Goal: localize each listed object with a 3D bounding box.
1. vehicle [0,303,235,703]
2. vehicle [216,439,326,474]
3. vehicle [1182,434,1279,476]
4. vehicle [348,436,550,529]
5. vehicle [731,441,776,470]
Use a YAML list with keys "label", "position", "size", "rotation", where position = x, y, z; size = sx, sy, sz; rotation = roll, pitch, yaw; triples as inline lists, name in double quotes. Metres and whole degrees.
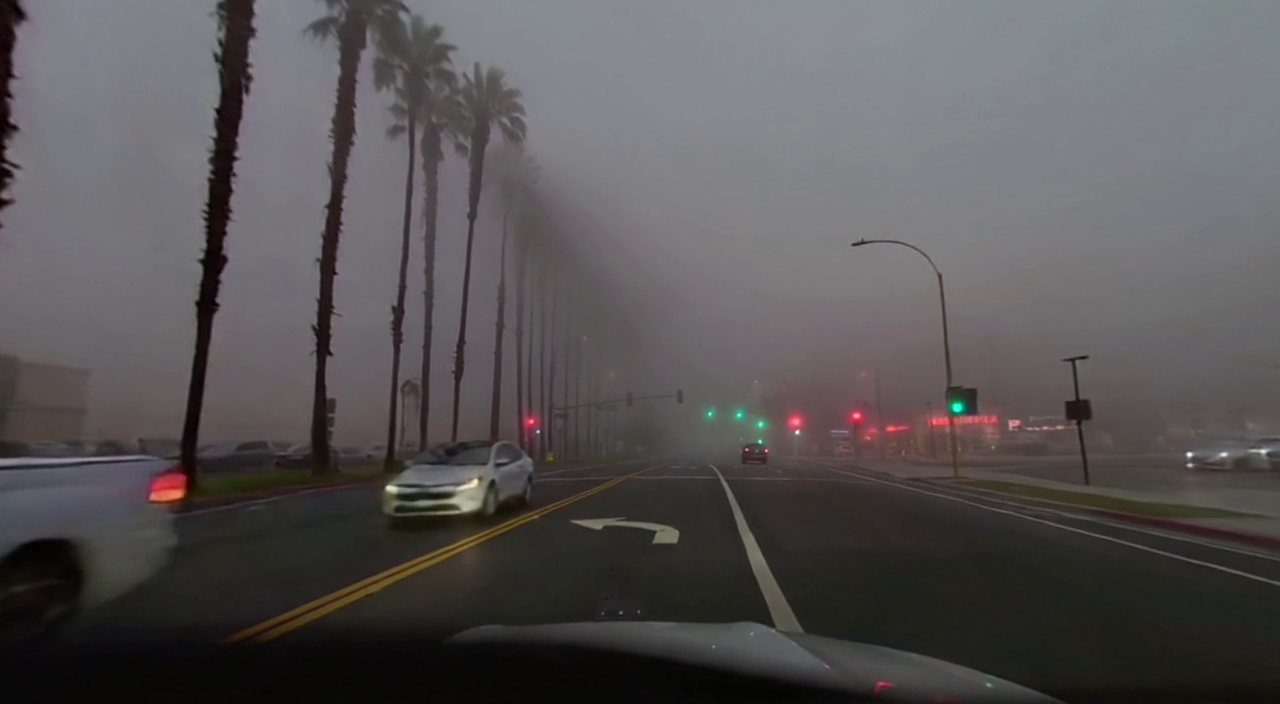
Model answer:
- label: "vehicle"
  position: [-4.431, 0.582, 1.704]
  size: [2.551, 1.995, 5.615]
  rotation: [-1, -9, 5]
- label: "vehicle"
  position: [-17.687, 5.028, 30.305]
  size: [4.077, 1.597, 1.945]
  rotation: [0, -9, 4]
- label: "vehicle"
  position: [24.242, 3.947, 24.178]
  size: [2.028, 1.556, 4.625]
  rotation: [4, -9, -25]
- label: "vehicle"
  position: [-3.492, 2.495, 12.767]
  size: [2.090, 1.489, 4.909]
  rotation: [-1, -9, 6]
- label: "vehicle"
  position: [6.194, 5.699, 34.905]
  size: [2.065, 1.507, 4.225]
  rotation: [-1, -9, 5]
